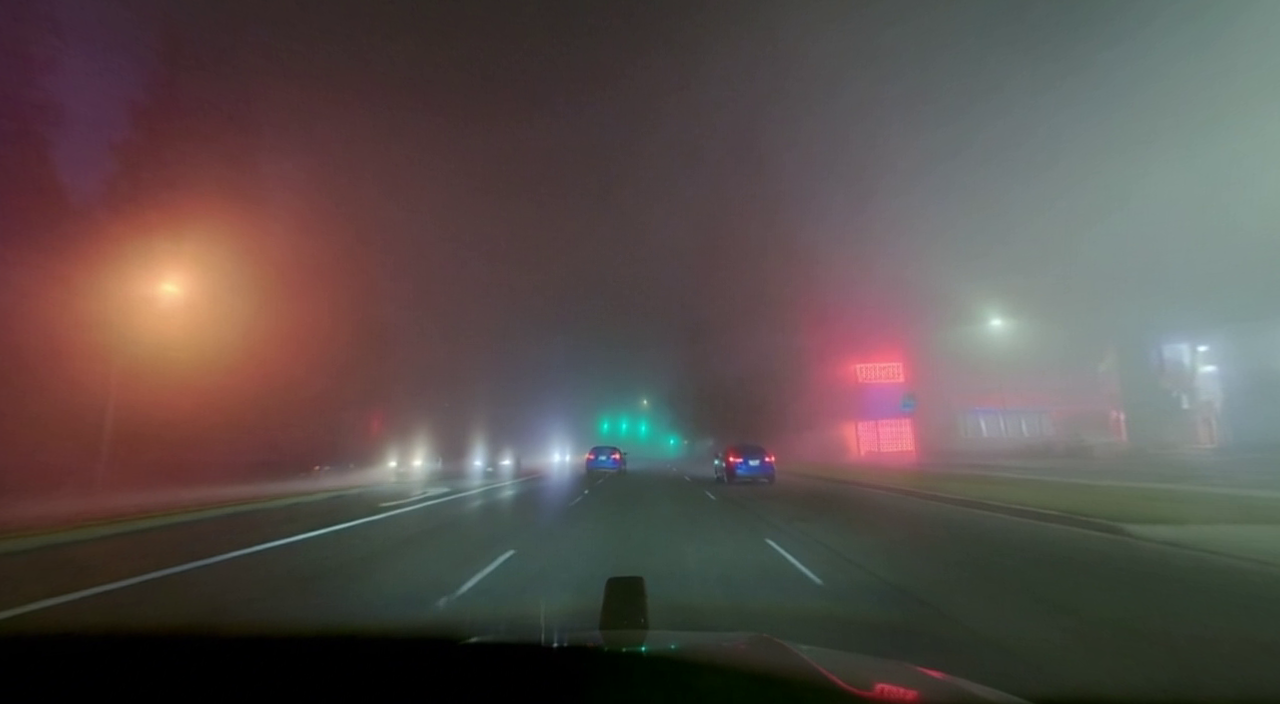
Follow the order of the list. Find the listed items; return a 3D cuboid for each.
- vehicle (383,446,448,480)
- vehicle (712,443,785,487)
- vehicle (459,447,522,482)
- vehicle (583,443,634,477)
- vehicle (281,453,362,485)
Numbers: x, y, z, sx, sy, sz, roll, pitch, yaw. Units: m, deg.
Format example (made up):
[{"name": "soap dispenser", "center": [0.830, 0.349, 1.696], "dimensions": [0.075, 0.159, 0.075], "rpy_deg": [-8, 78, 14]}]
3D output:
[{"name": "vehicle", "center": [-12.040, 5.952, 34.102], "dimensions": [1.944, 1.662, 4.160], "rpy_deg": [-1, -9, 0]}, {"name": "vehicle", "center": [4.019, 4.258, 24.111], "dimensions": [1.977, 1.474, 4.399], "rpy_deg": [0, -9, -1]}, {"name": "vehicle", "center": [-6.769, 5.121, 29.014], "dimensions": [1.993, 1.444, 3.965], "rpy_deg": [0, -9, -1]}, {"name": "vehicle", "center": [-1.455, 5.221, 30.647], "dimensions": [2.001, 1.504, 4.212], "rpy_deg": [-1, -9, 4]}, {"name": "vehicle", "center": [-16.133, 5.926, 32.198], "dimensions": [1.841, 1.479, 4.286], "rpy_deg": [-1, -9, 1]}]
